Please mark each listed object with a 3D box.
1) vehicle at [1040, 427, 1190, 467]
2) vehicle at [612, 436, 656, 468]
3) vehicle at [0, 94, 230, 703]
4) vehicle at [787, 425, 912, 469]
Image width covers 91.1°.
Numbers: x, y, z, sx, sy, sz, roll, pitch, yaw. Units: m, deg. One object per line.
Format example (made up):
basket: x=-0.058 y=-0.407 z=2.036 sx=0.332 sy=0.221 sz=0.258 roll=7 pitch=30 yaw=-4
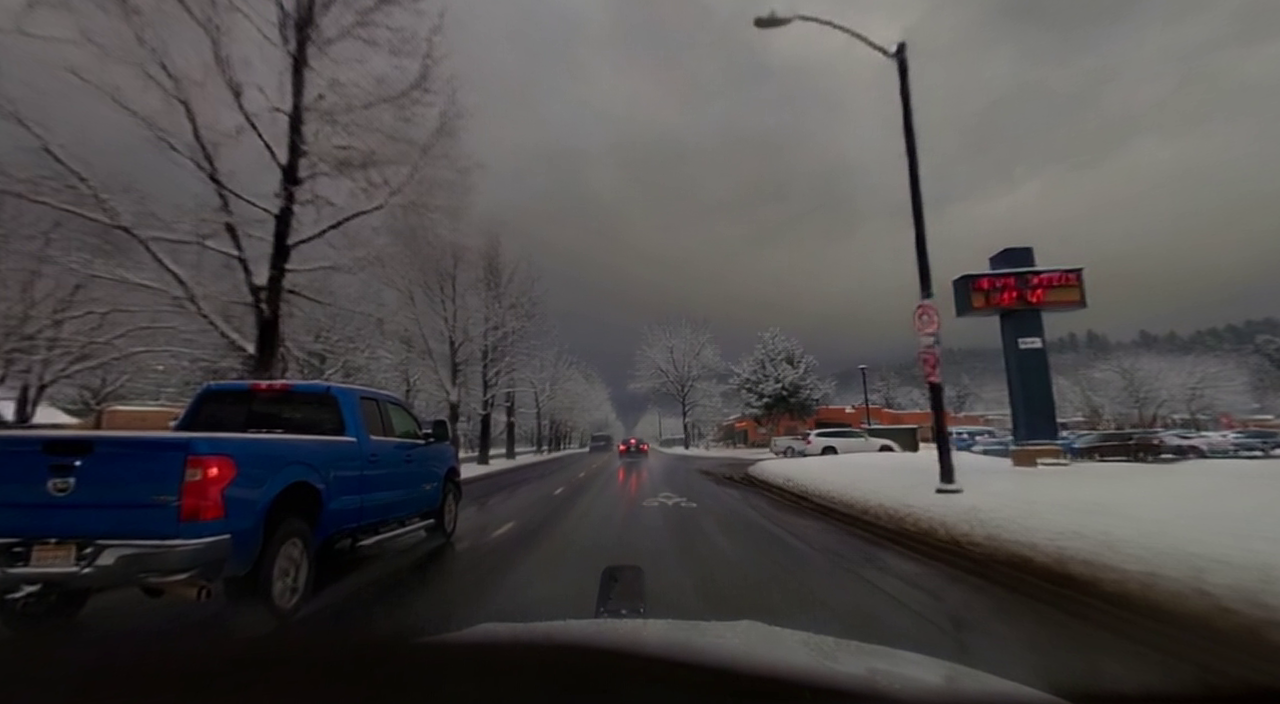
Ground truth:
vehicle: x=20.142 y=4.086 z=26.966 sx=4.836 sy=1.567 sz=2.051 roll=-5 pitch=-9 yaw=30
vehicle: x=-0.331 y=5.257 z=33.236 sx=2.191 sy=1.530 sz=4.470 roll=0 pitch=-8 yaw=-1
vehicle: x=-3.584 y=0.180 z=0.624 sx=2.733 sy=2.495 sz=5.037 roll=0 pitch=-8 yaw=2
vehicle: x=9.060 y=4.093 z=27.087 sx=5.109 sy=1.735 sz=1.997 roll=4 pitch=-9 yaw=-26
